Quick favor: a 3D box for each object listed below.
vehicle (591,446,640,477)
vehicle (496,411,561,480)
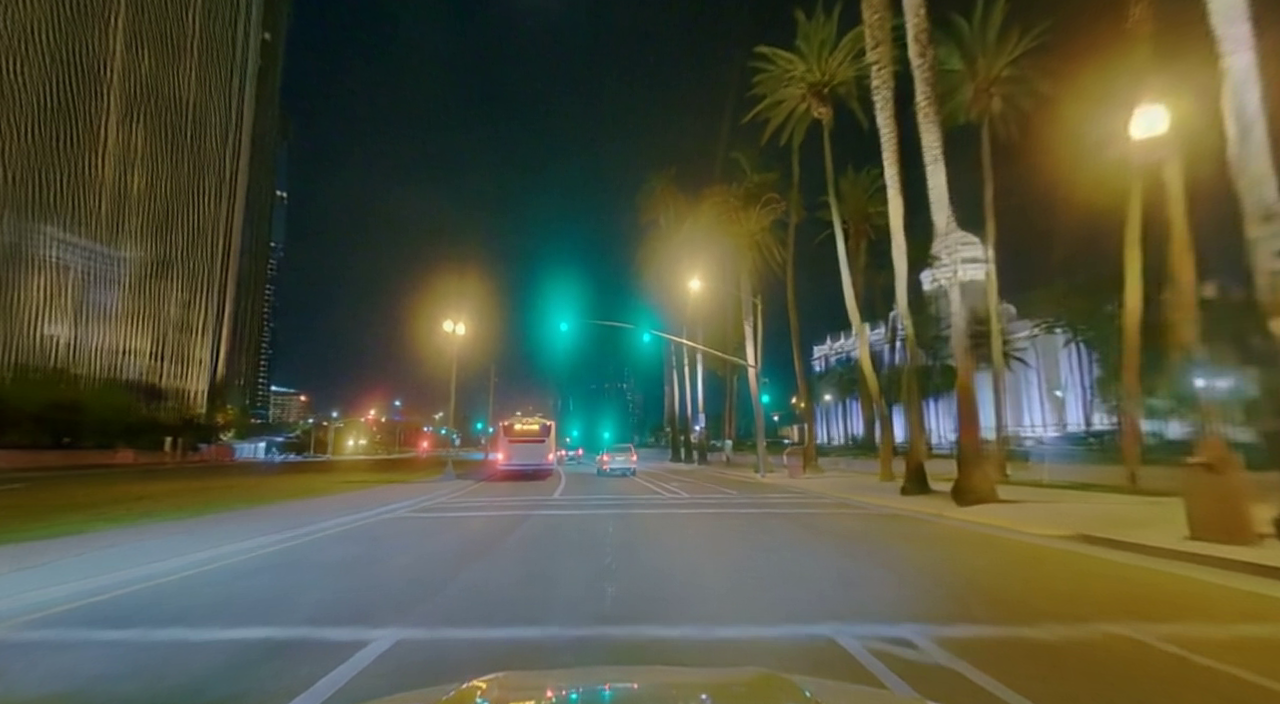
[{"bbox_3d":[-1.328,5.546,32.283,2.107,1.481,4.097,1,-9,-7],"label":"vehicle"},{"bbox_3d":[-5.501,4.808,32.397,2.678,3.042,8.474,1,-8,-6],"label":"vehicle"}]
